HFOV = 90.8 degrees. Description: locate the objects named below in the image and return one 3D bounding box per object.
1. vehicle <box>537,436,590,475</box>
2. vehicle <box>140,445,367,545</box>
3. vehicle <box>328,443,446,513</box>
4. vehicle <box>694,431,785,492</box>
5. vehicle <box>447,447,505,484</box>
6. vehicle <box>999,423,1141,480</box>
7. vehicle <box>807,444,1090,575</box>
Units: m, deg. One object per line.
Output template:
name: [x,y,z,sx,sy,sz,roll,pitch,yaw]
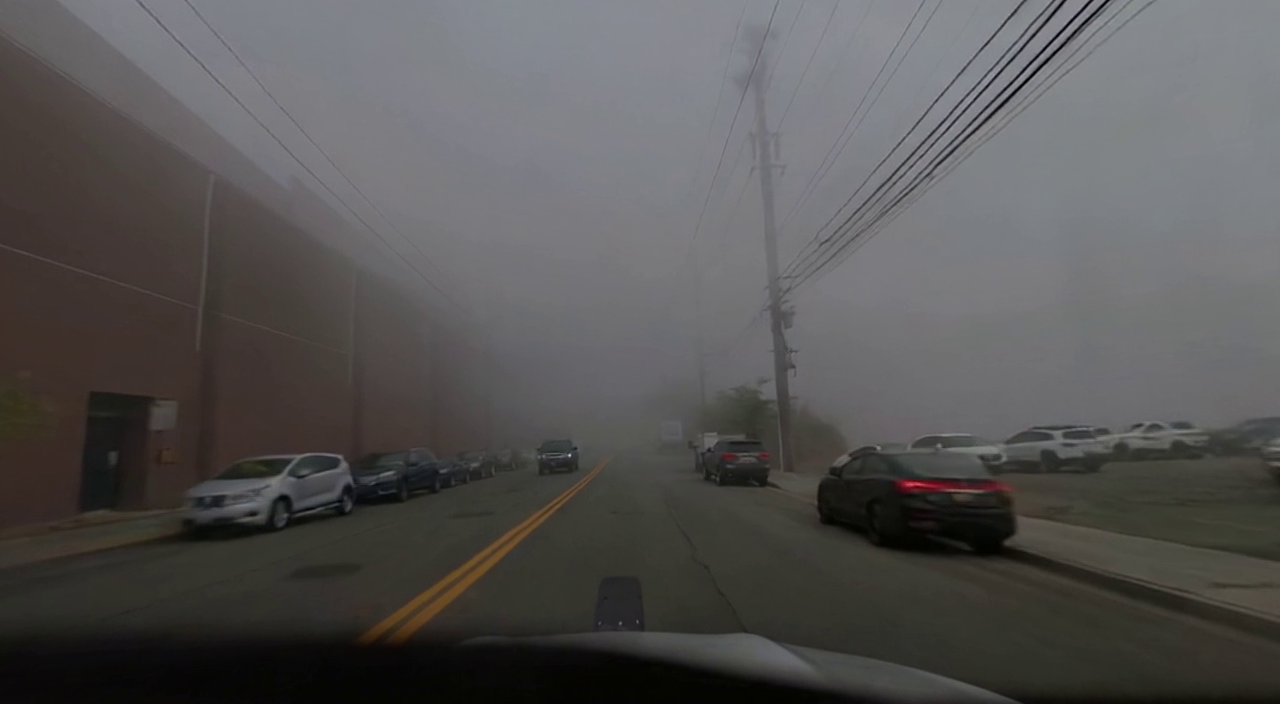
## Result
vehicle: [-4.179,5.792,35.579,2.275,1.999,5.723,0,-8,0]
vehicle: [-7.974,2.924,13.737,2.194,1.775,4.482,0,-8,-2]
vehicle: [-7.782,3.851,19.937,1.933,1.754,4.514,-3,-7,-1]
vehicle: [3.491,3.976,23.473,2.218,1.956,5.916,0,-8,-2]
vehicle: [-8.225,5.677,32.078,1.903,1.710,4.322,0,-8,-2]
vehicle: [14.662,3.417,21.863,1.828,1.749,4.000,0,-8,-4]
vehicle: [4.127,2.131,9.492,1.919,1.453,4.425,0,-8,-2]
